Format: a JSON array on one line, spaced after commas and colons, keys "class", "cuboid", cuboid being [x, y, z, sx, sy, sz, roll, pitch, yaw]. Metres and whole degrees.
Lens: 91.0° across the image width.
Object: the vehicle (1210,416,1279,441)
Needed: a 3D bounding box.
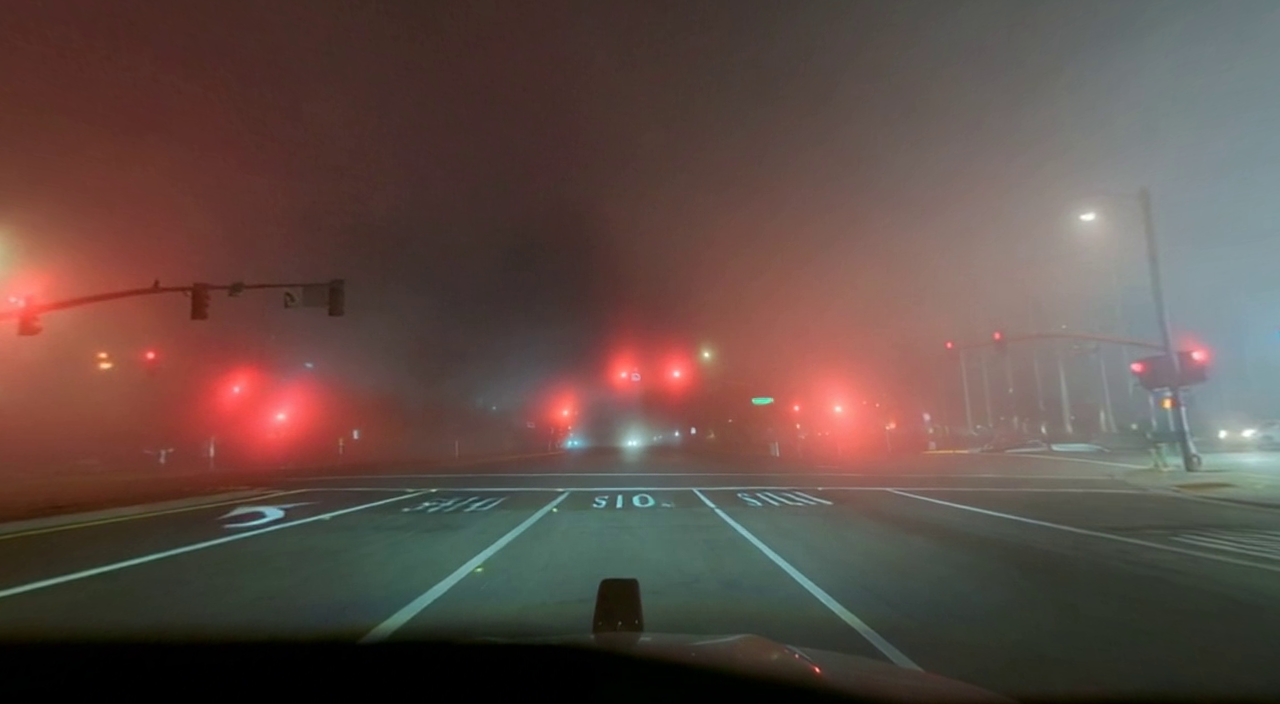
[{"class": "vehicle", "cuboid": [48.866, 6.134, 49.972, 1.950, 1.830, 5.267, 1, -9, -6]}]
